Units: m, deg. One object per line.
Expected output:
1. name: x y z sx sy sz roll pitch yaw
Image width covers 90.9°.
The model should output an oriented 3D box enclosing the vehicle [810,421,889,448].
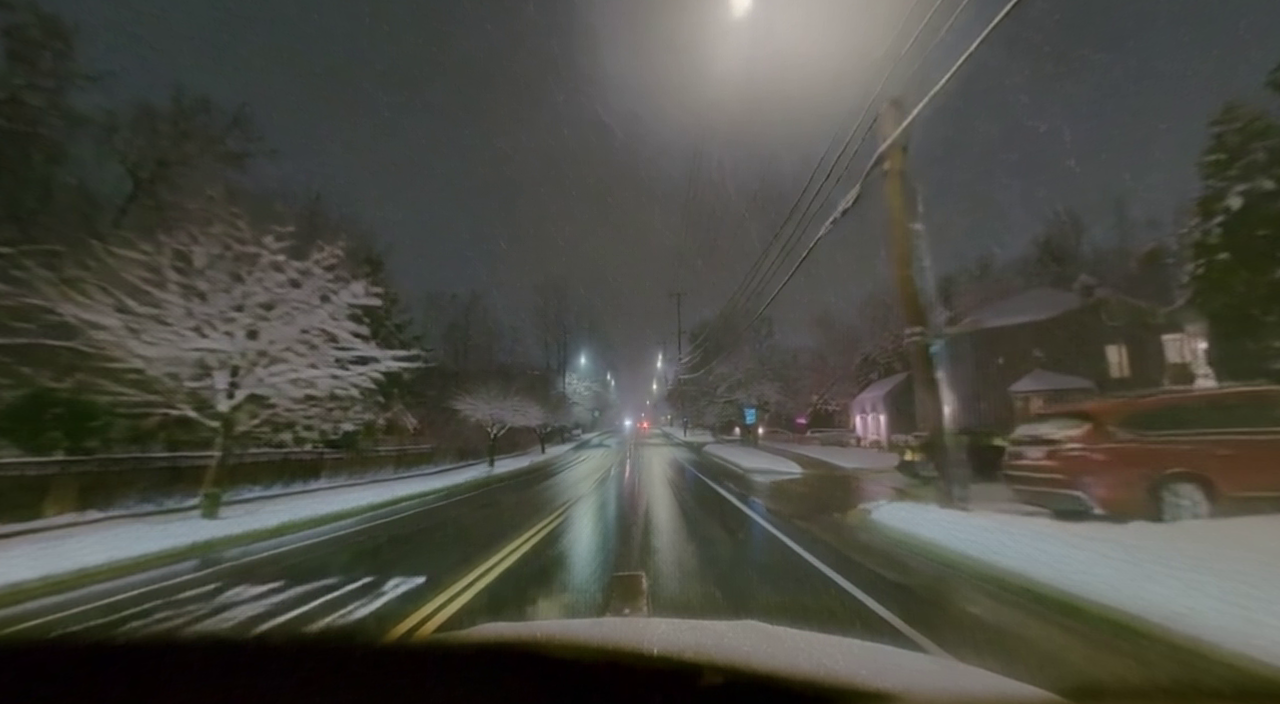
1. vehicle: 15.178 6.008 45.647 5.046 1.548 2.174 -8 -11 25

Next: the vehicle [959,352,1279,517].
1. vehicle: 9.234 1.354 10.730 6.133 2.254 2.383 -3 -10 -2
